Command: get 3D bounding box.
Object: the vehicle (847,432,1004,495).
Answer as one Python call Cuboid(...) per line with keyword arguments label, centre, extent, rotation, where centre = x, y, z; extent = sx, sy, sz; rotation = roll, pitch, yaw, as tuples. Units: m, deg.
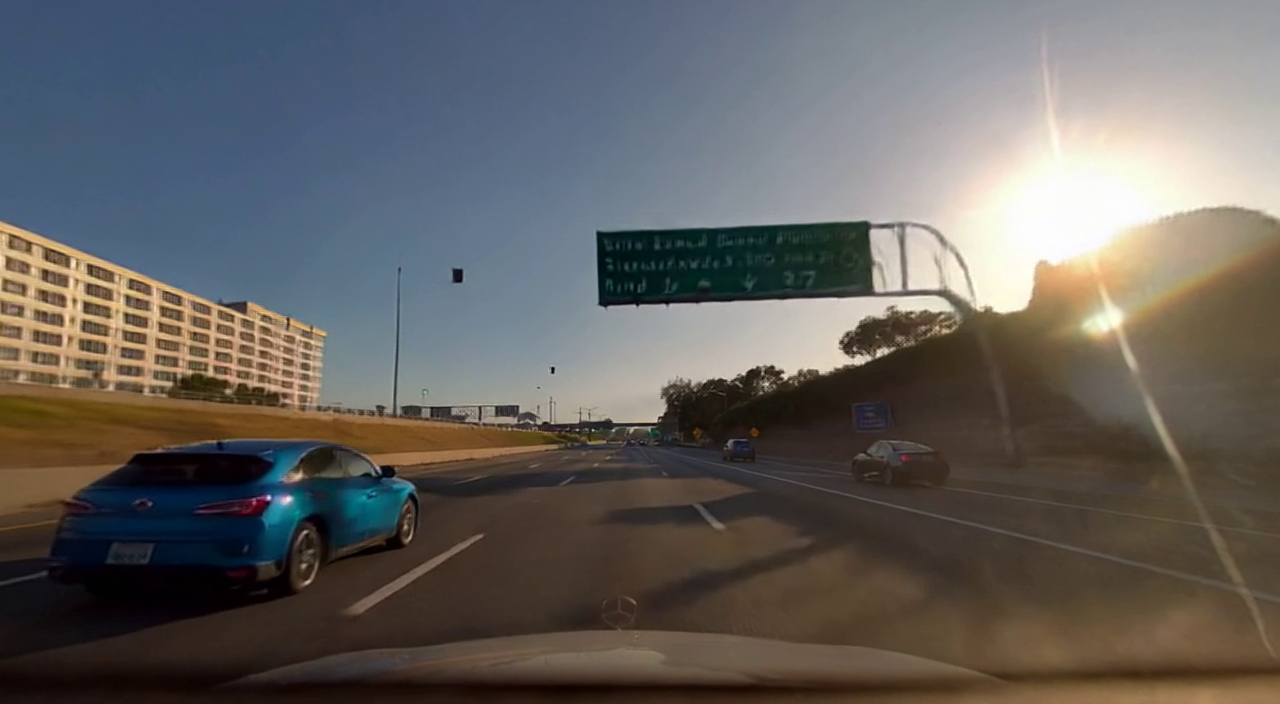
Cuboid(label="vehicle", centre=(8.421, 3.331, 19.325), extent=(2.165, 1.636, 5.175), rotation=(0, -8, -3))
